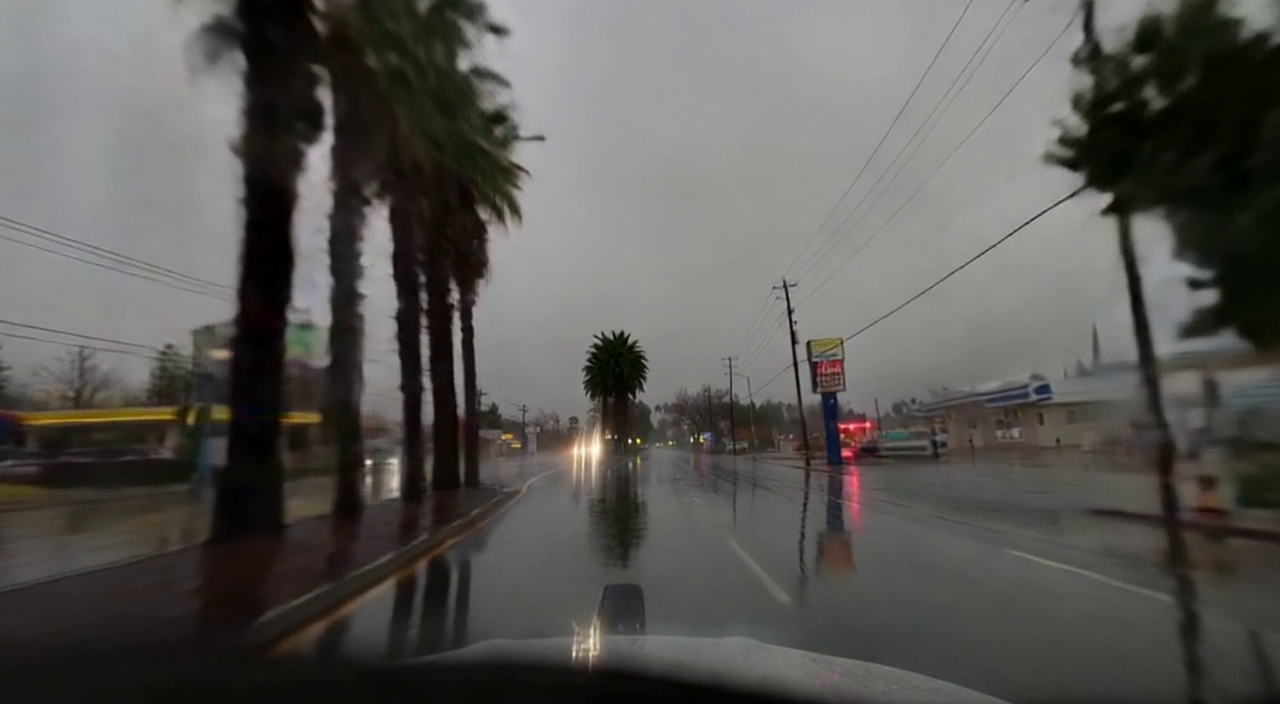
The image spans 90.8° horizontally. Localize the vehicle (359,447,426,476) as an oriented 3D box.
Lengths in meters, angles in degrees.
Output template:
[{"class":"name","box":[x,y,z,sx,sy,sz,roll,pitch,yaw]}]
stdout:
[{"class":"vehicle","box":[-14.023,6.209,36.125,1.924,1.528,4.416,0,-8,1]}]
